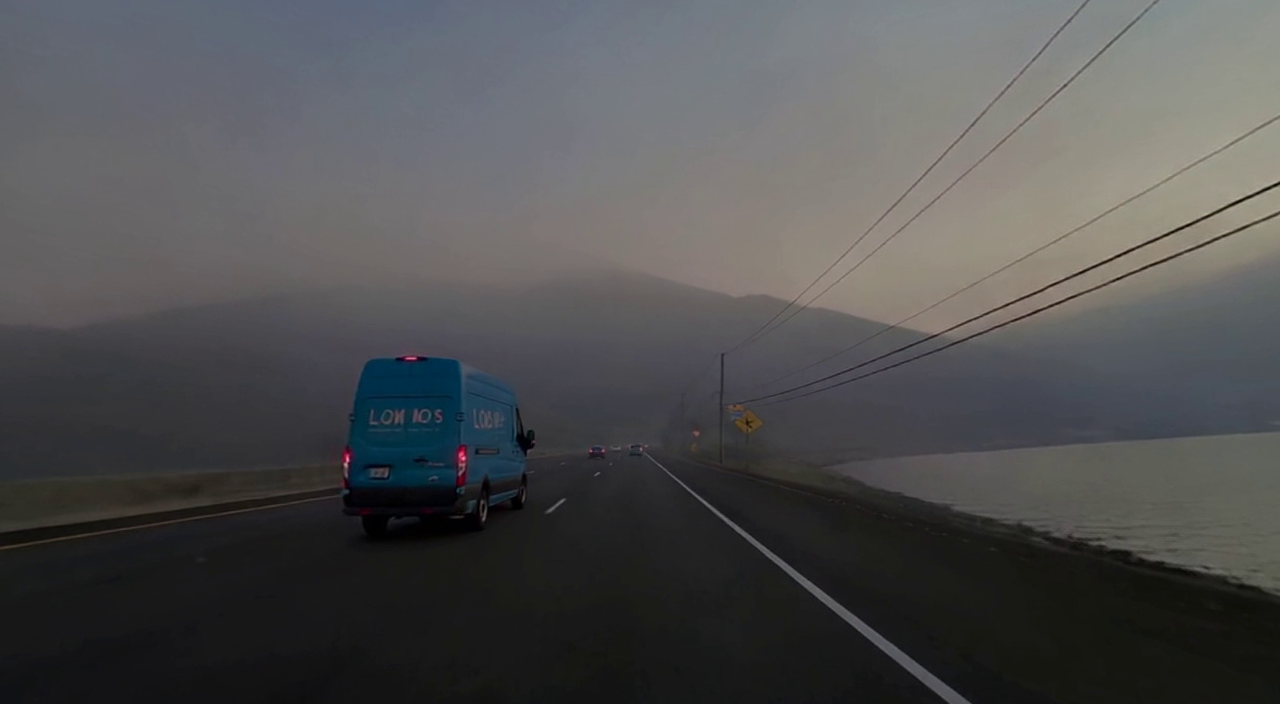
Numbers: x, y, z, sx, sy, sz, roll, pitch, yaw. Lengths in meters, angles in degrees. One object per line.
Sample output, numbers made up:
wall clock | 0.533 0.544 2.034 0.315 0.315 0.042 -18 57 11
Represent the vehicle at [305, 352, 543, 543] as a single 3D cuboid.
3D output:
vehicle | -3.634 1.853 12.530 2.331 2.757 6.581 0 -8 0
